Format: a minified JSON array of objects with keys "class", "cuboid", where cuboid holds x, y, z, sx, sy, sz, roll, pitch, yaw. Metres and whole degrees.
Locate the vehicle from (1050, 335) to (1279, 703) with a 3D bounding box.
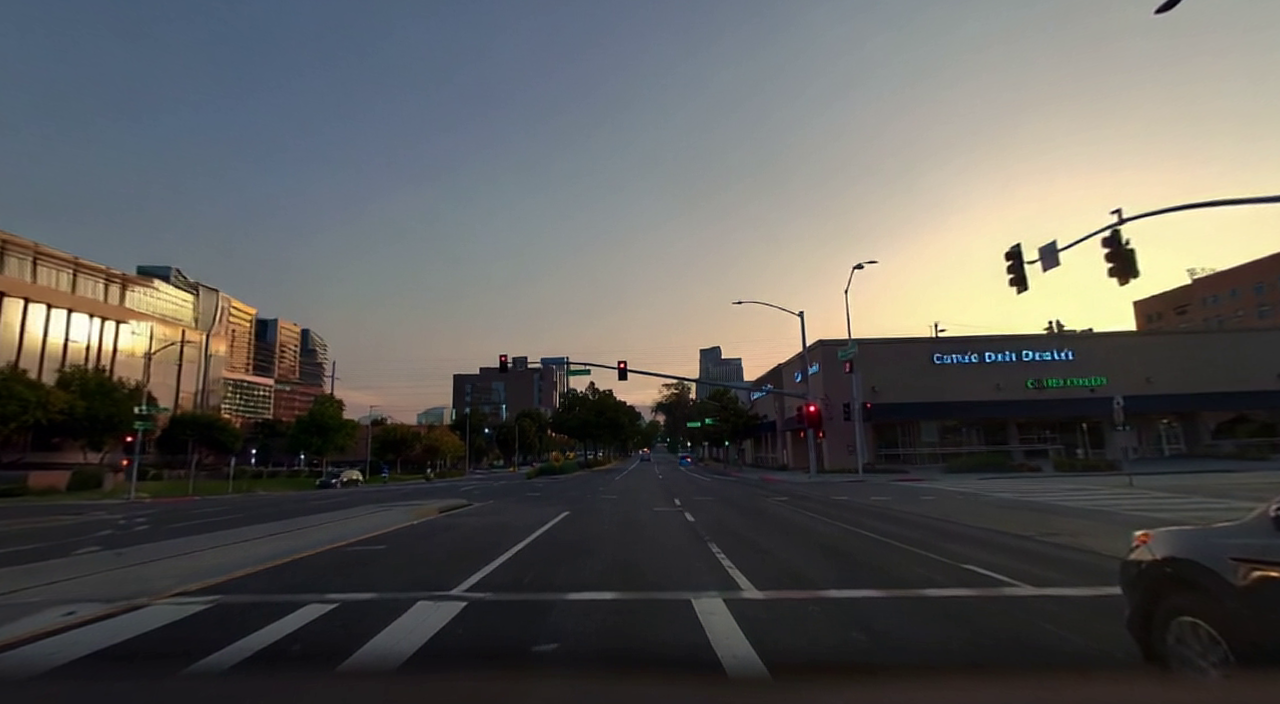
[{"class":"vehicle","cuboid":[3.294,0.630,1.132,1.973,1.697,4.377,0,-8,-3]}]
